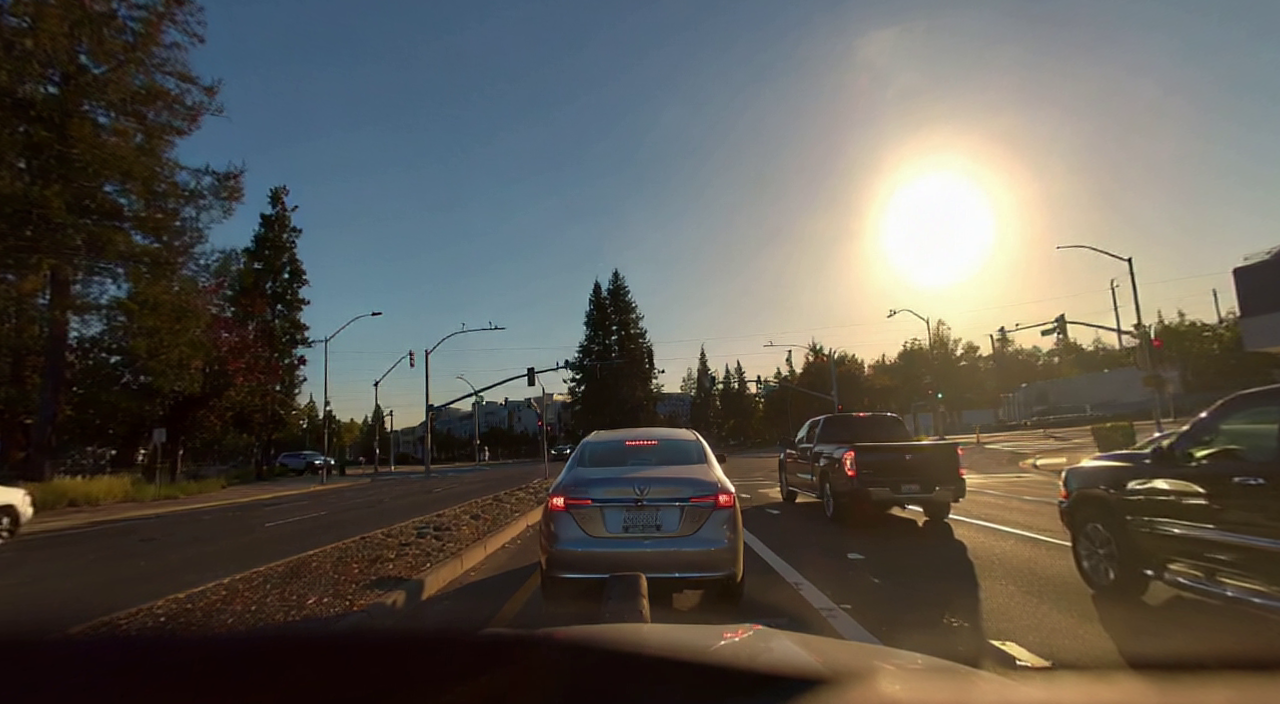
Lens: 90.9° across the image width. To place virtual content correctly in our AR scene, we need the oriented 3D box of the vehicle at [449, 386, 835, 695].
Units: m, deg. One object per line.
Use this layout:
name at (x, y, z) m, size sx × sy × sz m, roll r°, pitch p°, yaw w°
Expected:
vehicle at (-0.015, 1.322, 5.532) m, size 2.116 × 1.677 × 3.948 m, roll 0°, pitch -8°, yaw -1°

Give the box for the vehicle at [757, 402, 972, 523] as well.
vehicle at (4.169, 2.206, 13.115) m, size 2.319 × 1.930 × 5.651 m, roll 0°, pitch -8°, yaw -1°

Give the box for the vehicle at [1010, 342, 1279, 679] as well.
vehicle at (4.468, 0.869, 3.534) m, size 2.019 × 1.803 × 4.634 m, roll -1°, pitch -8°, yaw 1°

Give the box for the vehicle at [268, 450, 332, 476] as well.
vehicle at (-24.067, 7.839, 44.812) m, size 1.798 × 1.706 × 4.385 m, roll -1°, pitch -8°, yaw 6°
